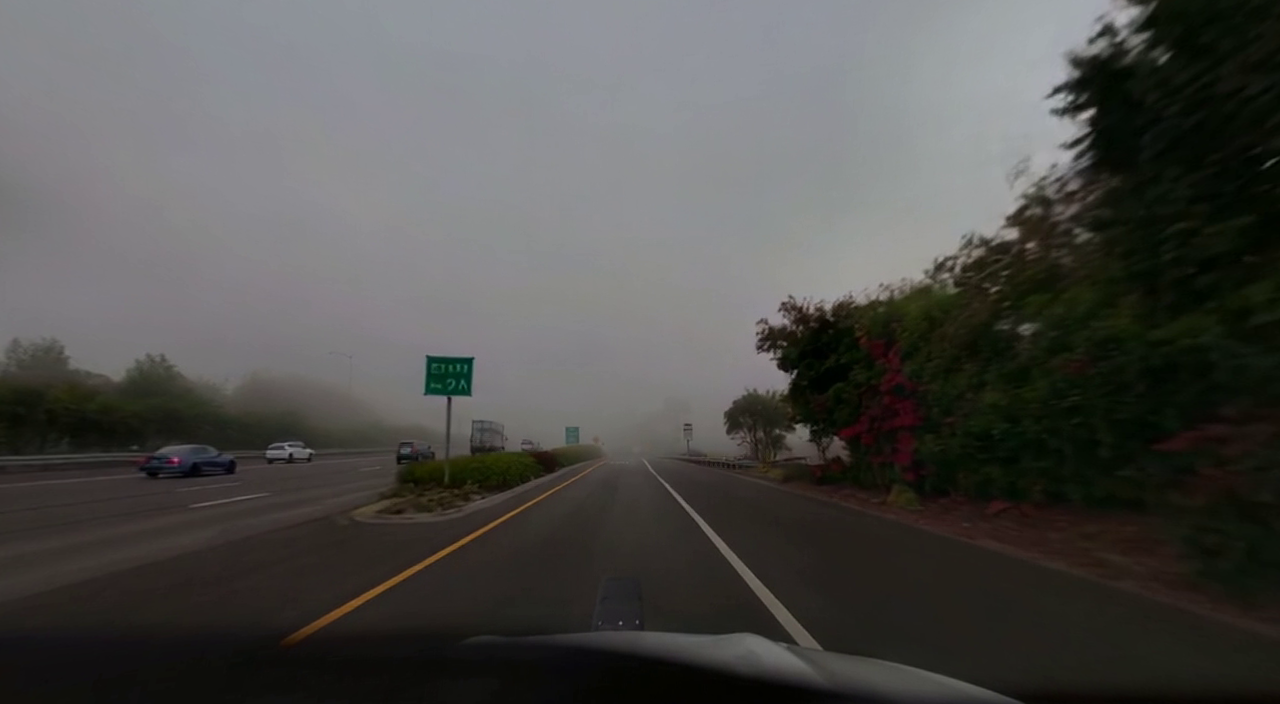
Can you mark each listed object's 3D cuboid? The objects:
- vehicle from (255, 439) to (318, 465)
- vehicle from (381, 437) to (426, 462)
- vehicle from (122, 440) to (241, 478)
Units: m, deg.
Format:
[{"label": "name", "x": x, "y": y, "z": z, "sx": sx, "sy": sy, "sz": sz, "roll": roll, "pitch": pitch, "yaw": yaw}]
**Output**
[{"label": "vehicle", "x": -24.424, "y": 6.931, "z": 43.865, "sx": 1.998, "sy": 1.648, "sz": 4.495, "roll": 0, "pitch": -8, "yaw": -4}, {"label": "vehicle", "x": -16.961, "y": 6.997, "z": 45.510, "sx": 1.919, "sy": 1.658, "sz": 4.084, "roll": 0, "pitch": -8, "yaw": -4}, {"label": "vehicle", "x": -19.751, "y": 4.624, "z": 27.505, "sx": 1.933, "sy": 1.496, "sz": 4.516, "roll": 0, "pitch": -8, "yaw": -3}]
